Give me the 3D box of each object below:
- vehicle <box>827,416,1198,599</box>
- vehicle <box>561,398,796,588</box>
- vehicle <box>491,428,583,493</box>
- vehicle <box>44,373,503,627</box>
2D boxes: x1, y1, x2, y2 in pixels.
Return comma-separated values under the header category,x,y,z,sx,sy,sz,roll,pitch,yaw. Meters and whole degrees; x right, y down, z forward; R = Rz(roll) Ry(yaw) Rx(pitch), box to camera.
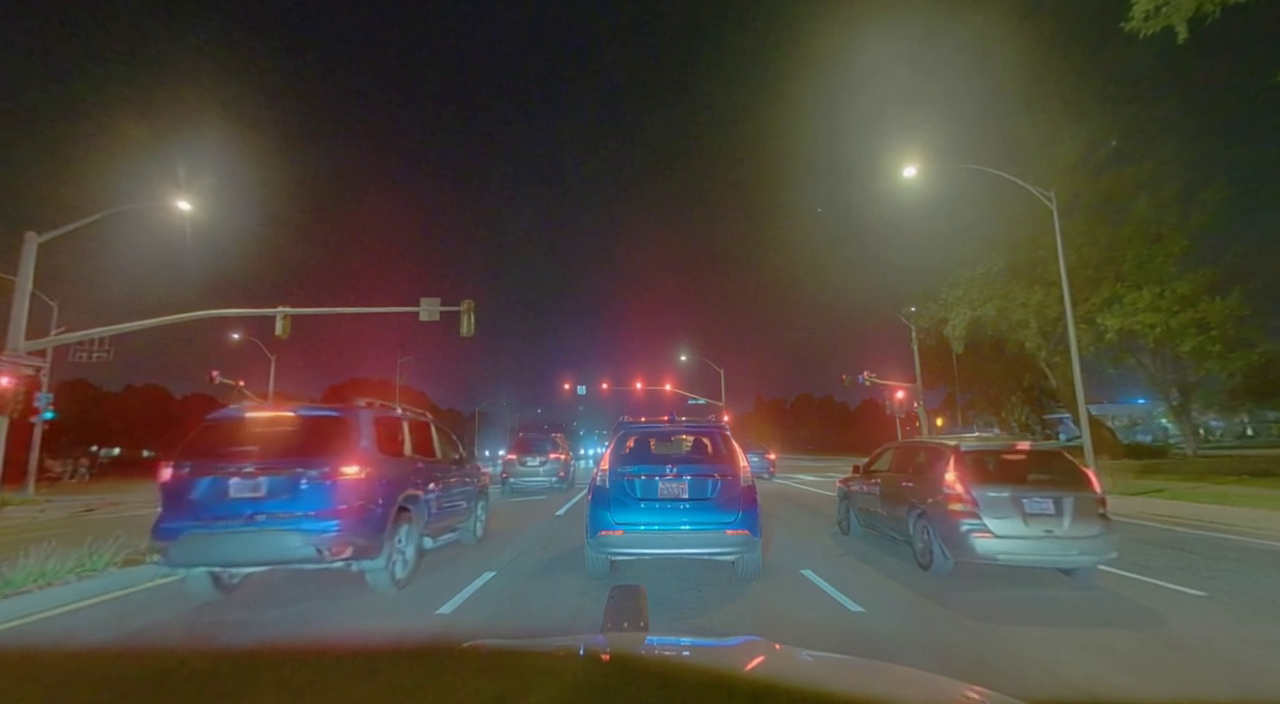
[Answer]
category,x,y,z,sx,sy,sz,roll,pitch,yaw
vehicle,3.885,1.663,7.607,1.954,1.592,3.992,0,-8,-1
vehicle,0.372,1.636,8.112,2.172,1.764,4.338,0,-8,0
vehicle,-3.145,3.436,20.362,2.054,1.814,4.941,0,-8,1
vehicle,-3.175,1.427,7.050,2.209,1.828,4.847,0,-9,0
